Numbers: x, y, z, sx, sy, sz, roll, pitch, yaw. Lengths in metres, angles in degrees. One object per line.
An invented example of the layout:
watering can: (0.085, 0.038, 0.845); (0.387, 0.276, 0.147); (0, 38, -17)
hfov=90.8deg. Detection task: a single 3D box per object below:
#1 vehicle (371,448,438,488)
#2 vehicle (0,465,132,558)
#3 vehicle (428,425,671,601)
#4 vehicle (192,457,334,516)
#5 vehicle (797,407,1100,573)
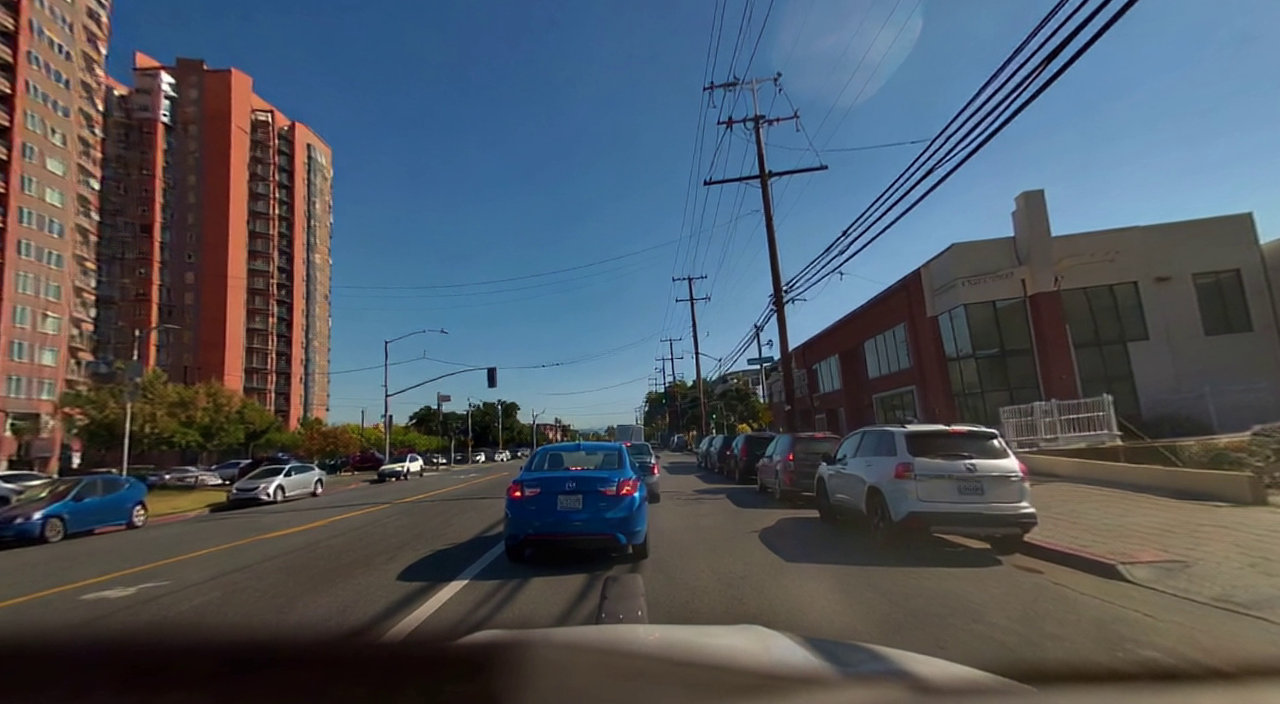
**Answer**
vehicle: (-11.921, 5.866, 32.237); (2.011, 1.687, 4.079); (-5, -8, -3)
vehicle: (-11.913, 2.909, 11.300); (1.850, 1.487, 4.711); (-3, -8, -1)
vehicle: (-0.752, 1.691, 7.636); (2.019, 1.453, 4.603); (0, -8, 0)
vehicle: (-11.888, 4.217, 20.338); (1.868, 1.491, 4.367); (-3, -8, 0)
vehicle: (3.790, 1.768, 8.890); (1.967, 1.721, 4.410); (0, -8, -1)
